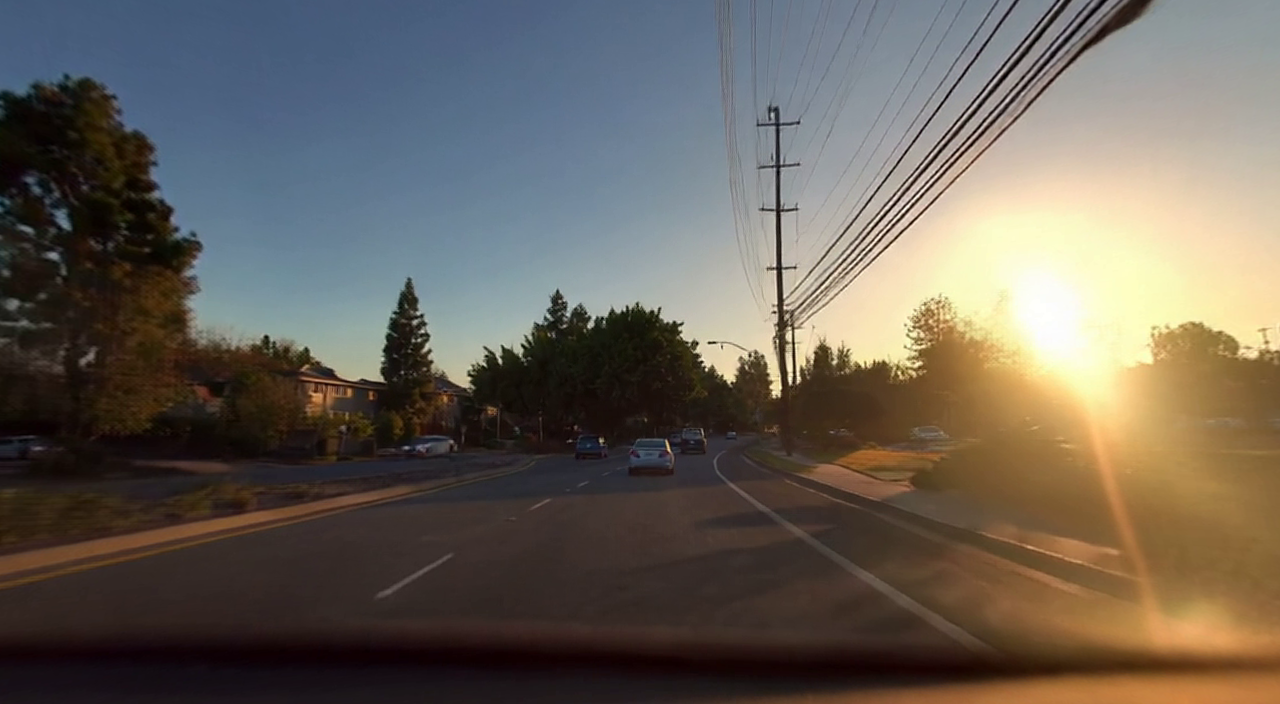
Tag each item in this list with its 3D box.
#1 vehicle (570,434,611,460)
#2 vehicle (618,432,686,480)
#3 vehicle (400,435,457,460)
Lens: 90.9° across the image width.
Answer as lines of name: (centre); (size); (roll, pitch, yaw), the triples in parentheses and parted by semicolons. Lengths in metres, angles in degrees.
vehicle: (-2.996, 5.885, 39.026); (1.983, 1.485, 4.159); (-1, -8, 3)
vehicle: (0.513, 3.555, 21.741); (2.117, 1.474, 4.036); (-1, -8, 4)
vehicle: (-15.720, 7.163, 47.104); (2.081, 1.739, 4.704); (-1, -9, 7)
